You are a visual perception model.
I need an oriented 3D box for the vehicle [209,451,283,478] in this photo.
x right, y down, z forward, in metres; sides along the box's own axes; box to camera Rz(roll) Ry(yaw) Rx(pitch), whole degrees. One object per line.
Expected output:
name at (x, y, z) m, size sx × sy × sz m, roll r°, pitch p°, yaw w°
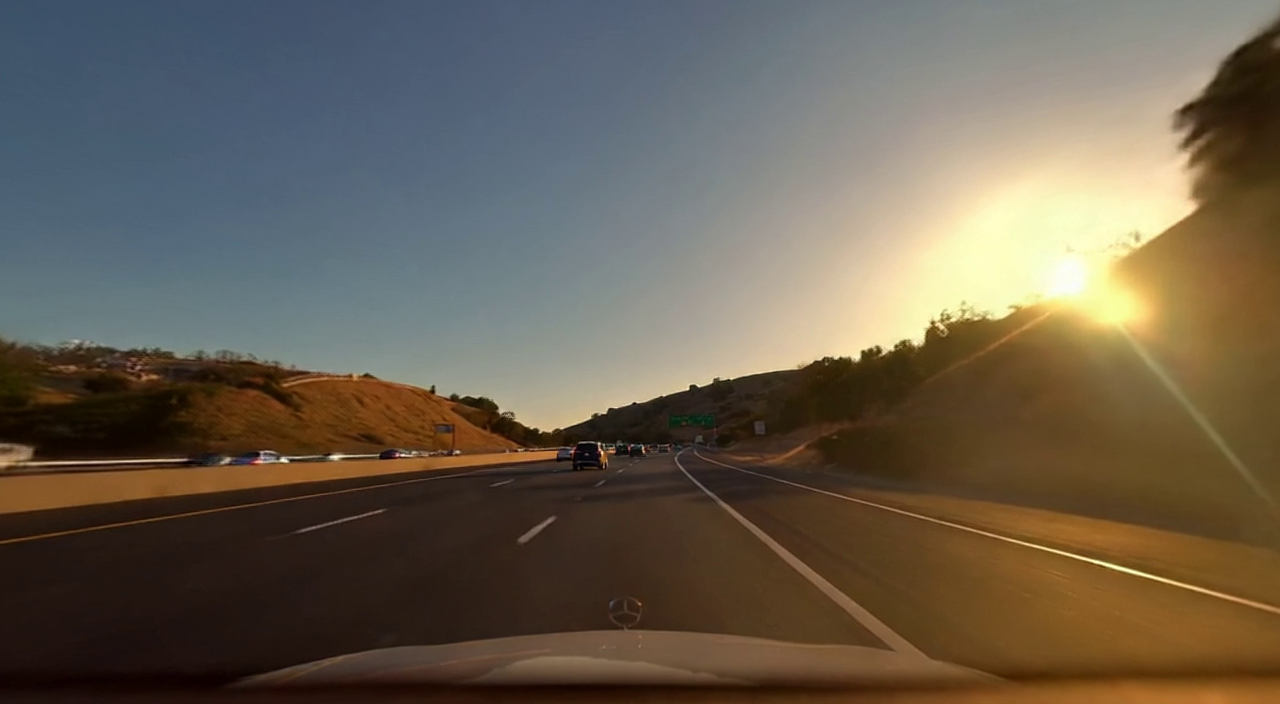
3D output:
vehicle at (-27.221, 7.787, 43.584) m, size 2.016 × 1.671 × 4.537 m, roll -1°, pitch -8°, yaw 2°

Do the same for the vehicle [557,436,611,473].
vehicle at (-3.006, 5.640, 34.814) m, size 2.413 × 1.896 × 5.218 m, roll -1°, pitch -8°, yaw 1°
